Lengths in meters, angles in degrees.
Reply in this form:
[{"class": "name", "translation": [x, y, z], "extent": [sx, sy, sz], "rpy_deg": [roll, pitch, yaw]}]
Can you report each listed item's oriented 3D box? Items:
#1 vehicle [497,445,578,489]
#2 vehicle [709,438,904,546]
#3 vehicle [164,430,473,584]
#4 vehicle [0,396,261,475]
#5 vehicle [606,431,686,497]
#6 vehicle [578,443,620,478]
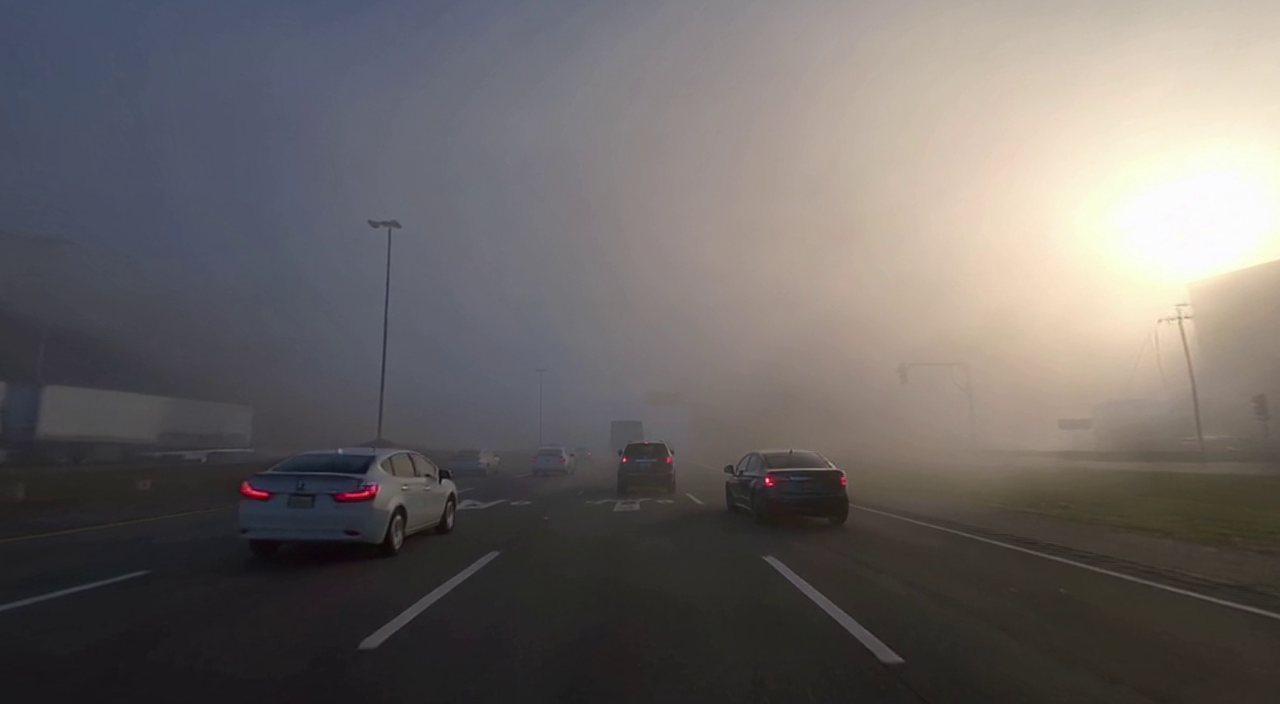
[{"class": "vehicle", "translation": [-3.641, 4.174, 23.254], "extent": [2.132, 1.464, 4.481], "rpy_deg": [0, -9, 2]}, {"class": "vehicle", "translation": [2.567, 2.288, 11.047], "extent": [2.018, 1.470, 4.491], "rpy_deg": [0, -9, -2]}, {"class": "vehicle", "translation": [-3.751, 1.854, 8.387], "extent": [1.883, 1.500, 4.161], "rpy_deg": [0, -9, 0]}, {"class": "vehicle", "translation": [-32.035, 5.476, 40.294], "extent": [2.918, 3.744, 20.241], "rpy_deg": [0, -8, 1]}, {"class": "vehicle", "translation": [0.202, 3.345, 19.106], "extent": [2.152, 1.779, 3.924], "rpy_deg": [0, -9, 1]}, {"class": "vehicle", "translation": [-2.121, 5.394, 31.575], "extent": [1.937, 1.601, 3.798], "rpy_deg": [1, -9, -6]}]
